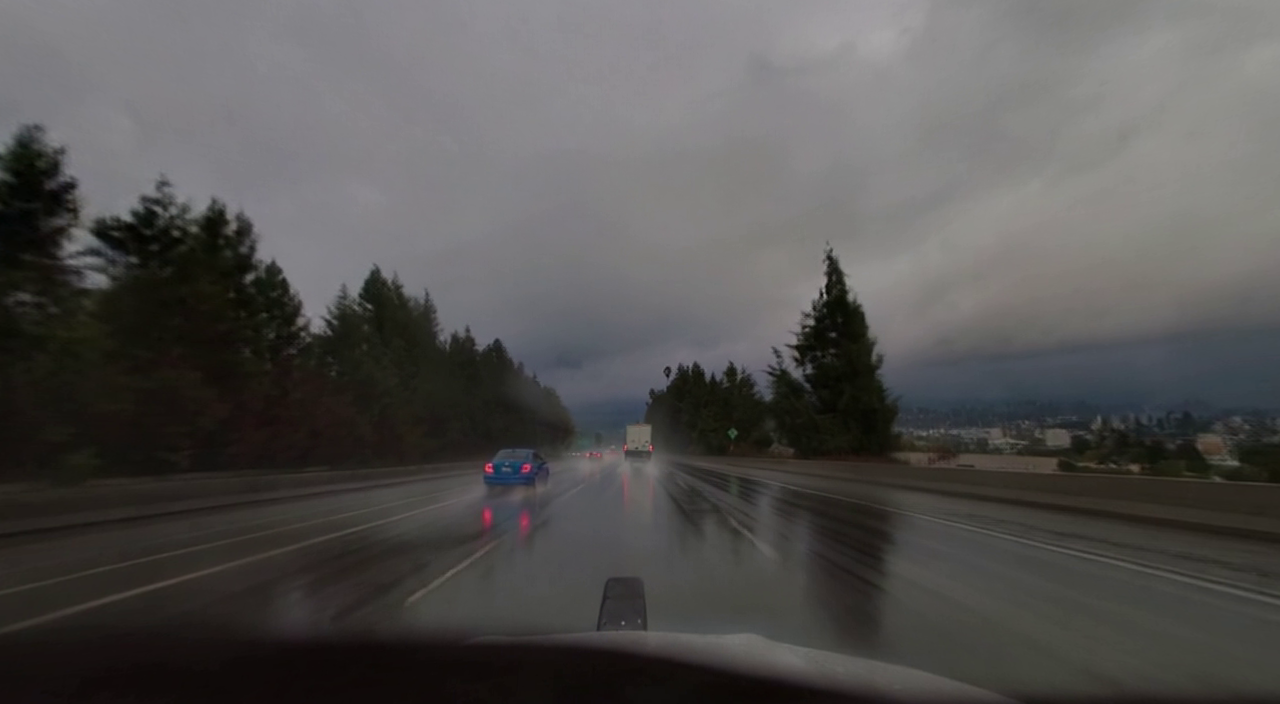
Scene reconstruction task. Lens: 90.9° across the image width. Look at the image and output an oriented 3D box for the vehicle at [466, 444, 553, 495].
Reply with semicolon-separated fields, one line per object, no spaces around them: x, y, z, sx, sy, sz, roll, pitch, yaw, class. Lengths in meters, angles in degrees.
-4.278;3.918;21.430;1.916;1.506;4.476;0;-9;1;vehicle
